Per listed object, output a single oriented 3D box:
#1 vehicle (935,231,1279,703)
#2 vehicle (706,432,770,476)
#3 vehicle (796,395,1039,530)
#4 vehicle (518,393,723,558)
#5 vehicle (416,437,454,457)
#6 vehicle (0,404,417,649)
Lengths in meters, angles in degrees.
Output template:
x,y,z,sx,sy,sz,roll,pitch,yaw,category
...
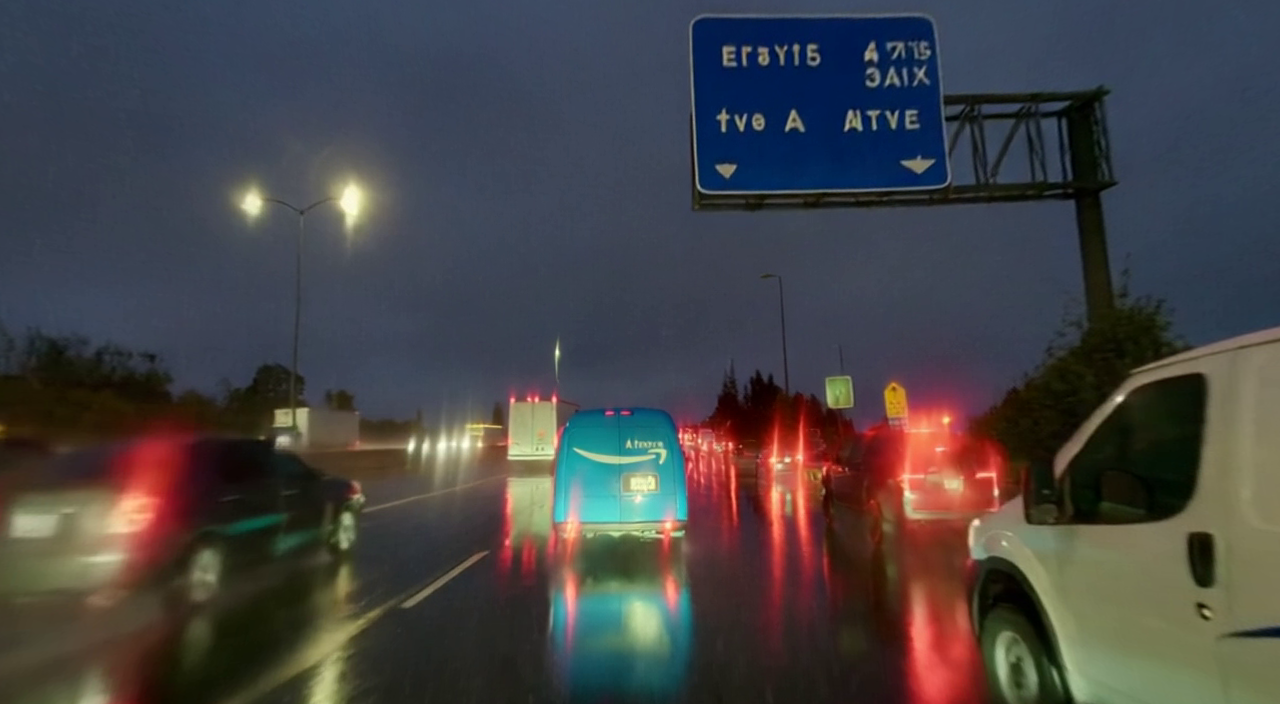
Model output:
x,y,z,sx,sy,sz,roll,pitch,yaw,category
2.981,0.530,1.173,2.341,1.890,5.144,0,-9,0,vehicle
4.087,4.343,26.964,2.064,1.720,4.416,0,-8,0,vehicle
4.834,2.052,12.177,2.179,1.999,5.331,1,-9,-1,vehicle
-0.210,1.702,9.309,2.287,1.823,4.369,0,-8,0,vehicle
-15.612,7.253,48.126,1.578,1.432,3.491,0,-8,1,vehicle
-4.021,1.406,6.165,1.983,1.496,4.371,0,-8,1,vehicle
